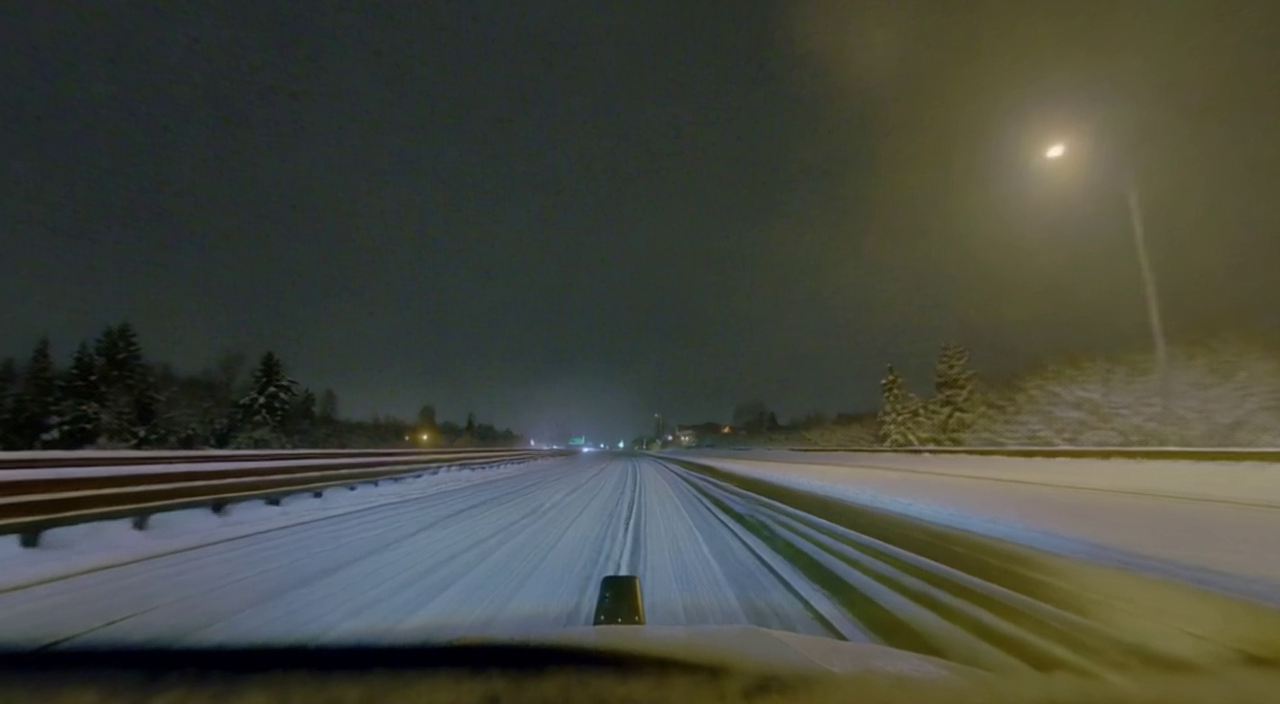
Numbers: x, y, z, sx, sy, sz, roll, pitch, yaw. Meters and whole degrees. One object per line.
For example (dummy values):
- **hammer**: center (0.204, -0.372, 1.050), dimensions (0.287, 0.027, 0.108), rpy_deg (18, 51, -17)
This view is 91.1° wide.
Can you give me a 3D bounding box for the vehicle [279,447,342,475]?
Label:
- **vehicle**: center (-18.392, 6.097, 35.271), dimensions (1.652, 1.440, 3.500), rpy_deg (0, -9, -1)
